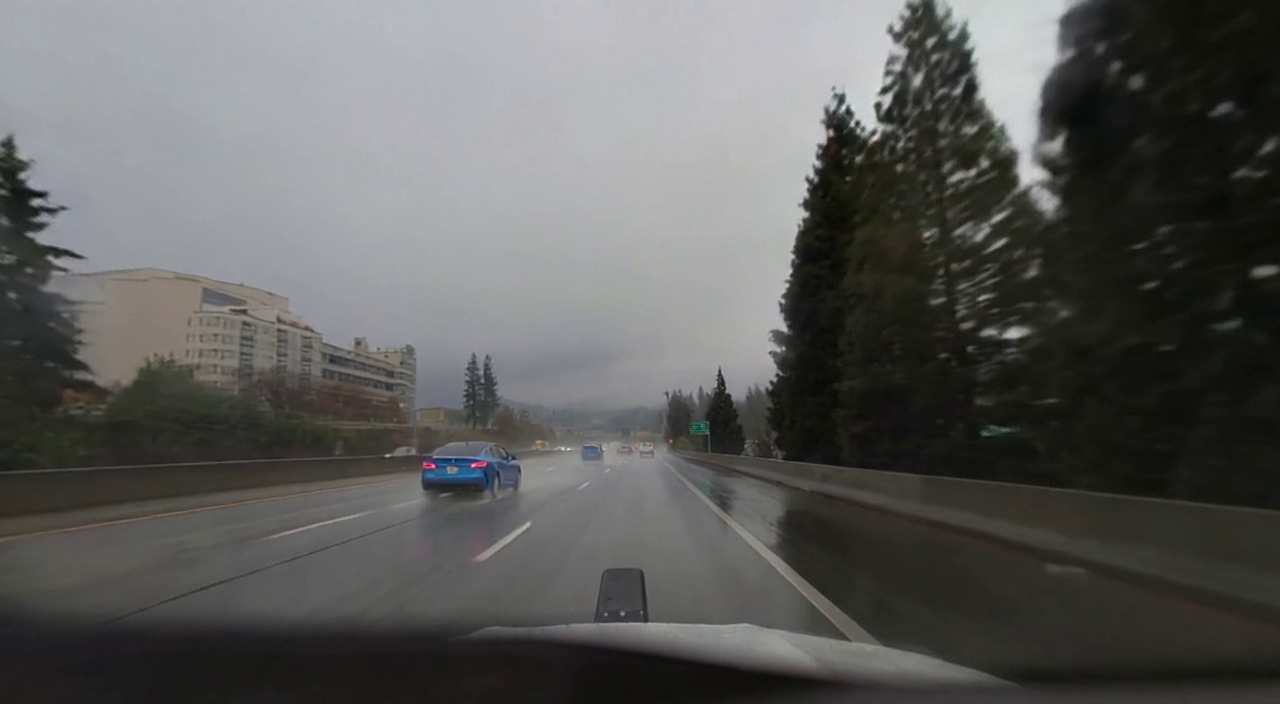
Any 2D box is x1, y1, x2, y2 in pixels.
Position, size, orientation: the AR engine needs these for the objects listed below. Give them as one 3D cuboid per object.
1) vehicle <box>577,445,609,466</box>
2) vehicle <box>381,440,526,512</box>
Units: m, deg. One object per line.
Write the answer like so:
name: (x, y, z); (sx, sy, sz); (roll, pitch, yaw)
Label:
vehicle: (-3.324, 7.410, 45.343); (1.926, 1.464, 4.186); (0, -8, 1)
vehicle: (-4.254, 2.888, 15.249); (2.083, 1.471, 4.350); (0, -8, 1)
